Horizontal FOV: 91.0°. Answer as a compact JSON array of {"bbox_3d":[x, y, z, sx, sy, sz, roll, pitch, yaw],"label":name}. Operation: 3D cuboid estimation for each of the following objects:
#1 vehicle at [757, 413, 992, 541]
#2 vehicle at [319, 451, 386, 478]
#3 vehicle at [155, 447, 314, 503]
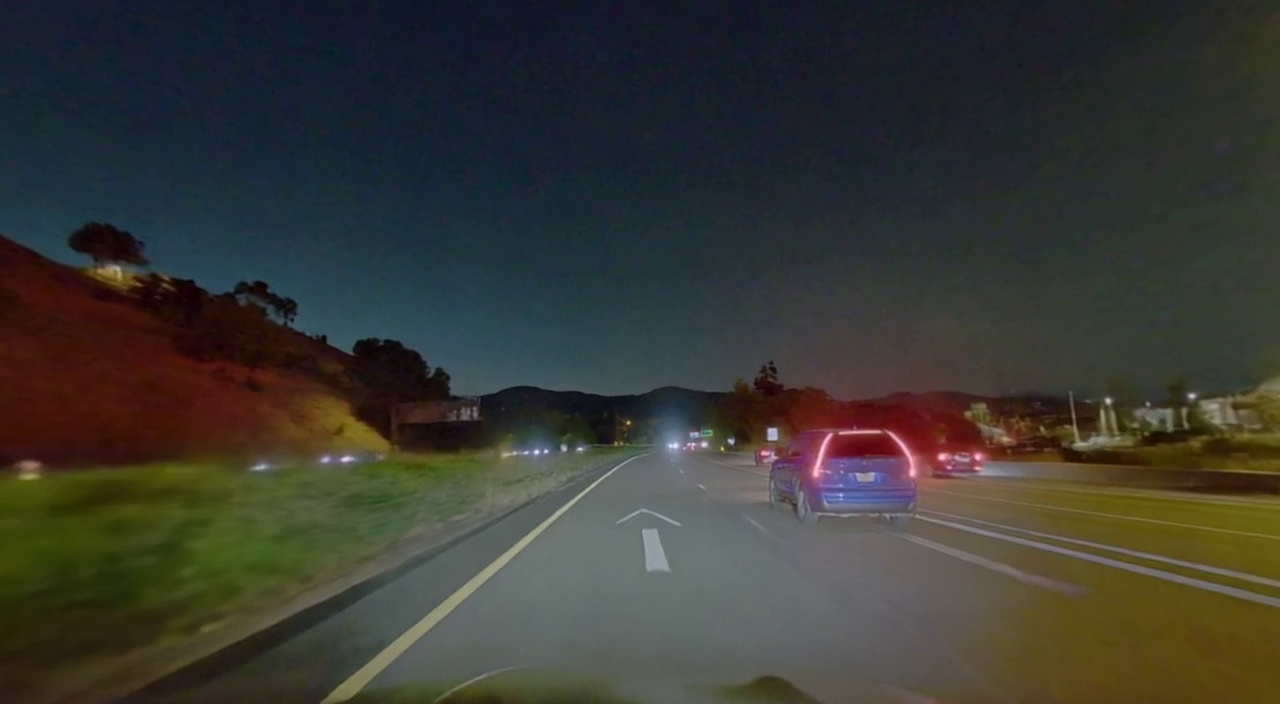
[{"bbox_3d":[3.714,2.091,11.159,2.318,1.766,4.587,0,-8,-1],"label":"vehicle"},{"bbox_3d":[-17.384,6.808,38.305,1.868,1.481,4.469,0,-8,1],"label":"vehicle"},{"bbox_3d":[-13.803,4.177,21.912,2.328,1.680,4.778,0,-8,0],"label":"vehicle"}]
